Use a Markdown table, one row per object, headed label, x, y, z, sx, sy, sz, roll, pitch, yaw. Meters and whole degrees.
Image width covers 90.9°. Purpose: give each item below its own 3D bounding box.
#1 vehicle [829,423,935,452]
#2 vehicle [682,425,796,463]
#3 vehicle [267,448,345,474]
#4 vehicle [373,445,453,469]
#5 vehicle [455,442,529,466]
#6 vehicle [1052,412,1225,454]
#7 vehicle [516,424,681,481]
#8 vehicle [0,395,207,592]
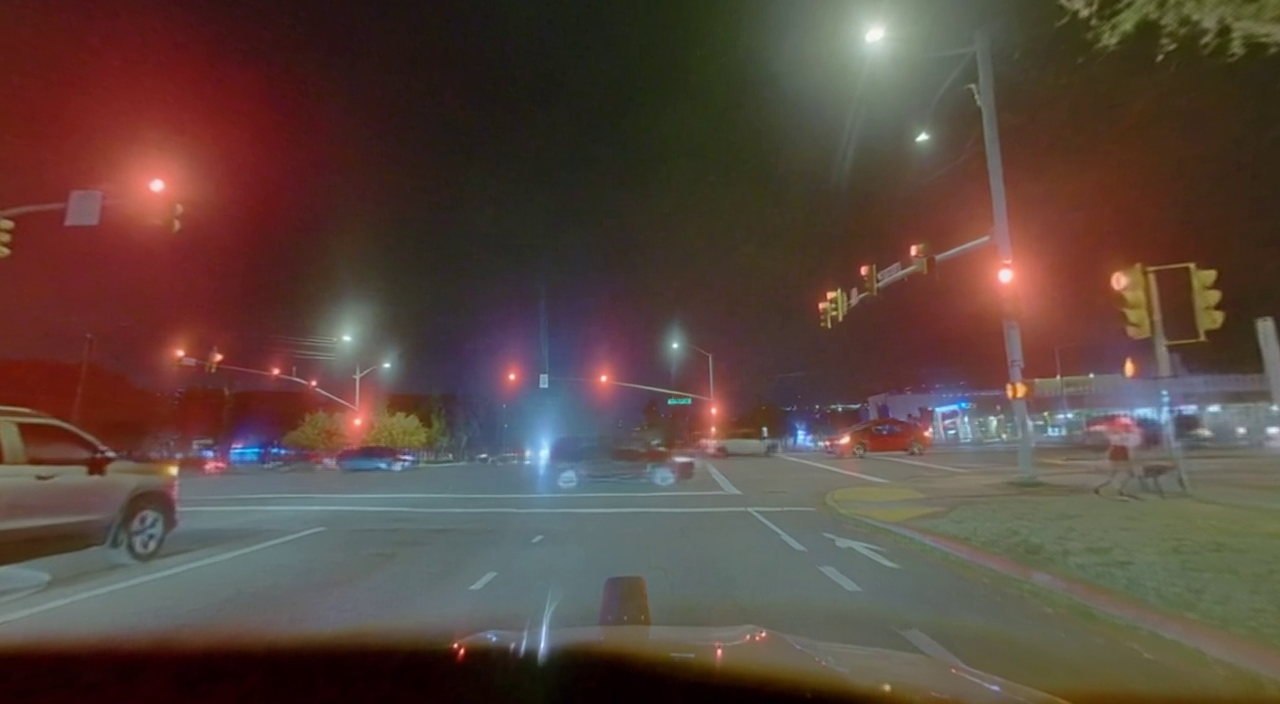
| label | x | y | z | sx | sy | sz | roll | pitch | yaw |
| --- | --- | --- | --- | --- | --- | --- | --- | --- | --- |
| vehicle | 12.904 | 4.630 | 33.865 | 4.906 | 1.485 | 1.857 | -1 | -9 | 7 |
| vehicle | 4.135 | 3.922 | 26.850 | 4.591 | 1.525 | 1.836 | -1 | -9 | 6 |
| vehicle | -23.554 | 7.670 | 44.508 | 4.466 | 1.767 | 1.839 | -1 | -9 | 6 |
| vehicle | -14.442 | 6.680 | 40.220 | 4.459 | 1.477 | 1.754 | -1 | -9 | 6 |
| vehicle | -11.048 | 7.628 | 47.127 | 4.939 | 1.770 | 2.001 | -1 | -9 | 6 |
| vehicle | 17.687 | 2.924 | 22.563 | 4.515 | 1.422 | 1.802 | -1 | -9 | 4 |
| vehicle | -1.214 | 3.150 | 19.789 | 4.865 | 1.663 | 1.962 | -1 | -9 | 6 |
| vehicle | -6.407 | 1.232 | 5.506 | 1.785 | 1.678 | 4.729 | 0 | -9 | 1 |
